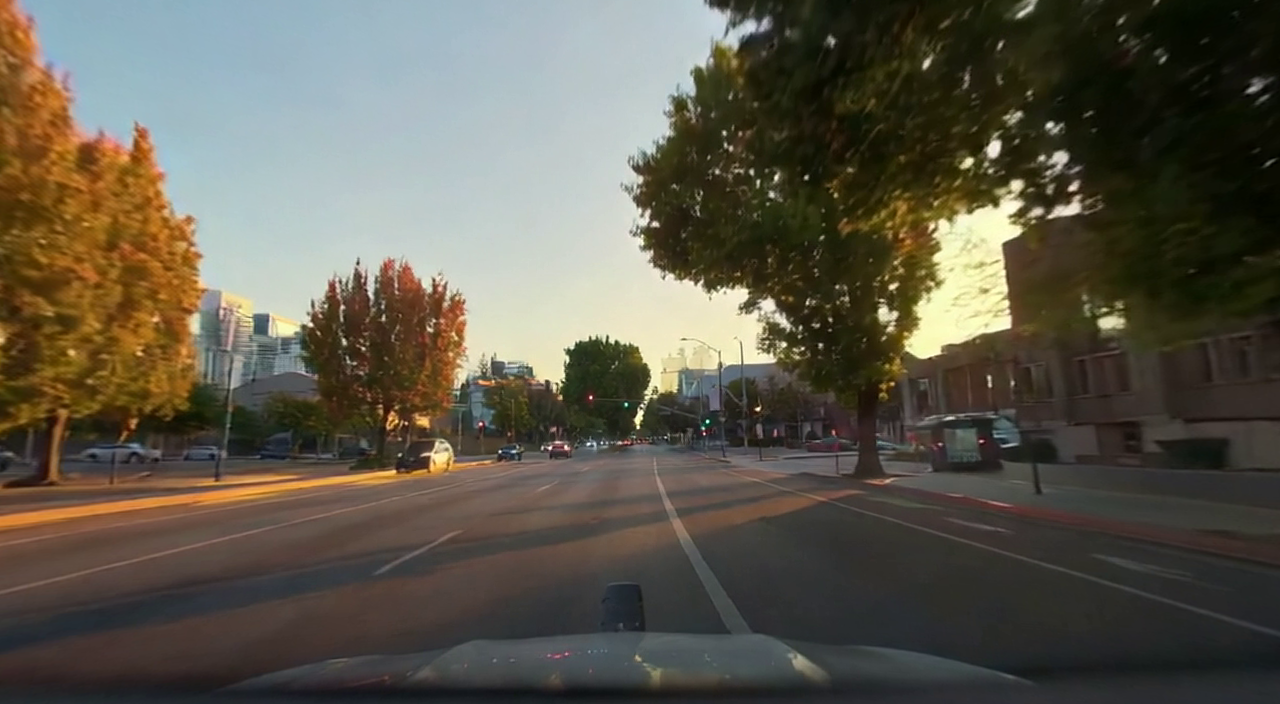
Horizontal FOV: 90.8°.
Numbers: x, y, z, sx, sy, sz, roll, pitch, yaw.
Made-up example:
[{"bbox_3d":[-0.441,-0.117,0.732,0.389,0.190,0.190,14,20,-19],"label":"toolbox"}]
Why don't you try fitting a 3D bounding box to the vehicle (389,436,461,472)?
[{"bbox_3d":[-12.022,5.732,35.720,2.184,1.812,5.245,0,-9,0],"label":"vehicle"}]
